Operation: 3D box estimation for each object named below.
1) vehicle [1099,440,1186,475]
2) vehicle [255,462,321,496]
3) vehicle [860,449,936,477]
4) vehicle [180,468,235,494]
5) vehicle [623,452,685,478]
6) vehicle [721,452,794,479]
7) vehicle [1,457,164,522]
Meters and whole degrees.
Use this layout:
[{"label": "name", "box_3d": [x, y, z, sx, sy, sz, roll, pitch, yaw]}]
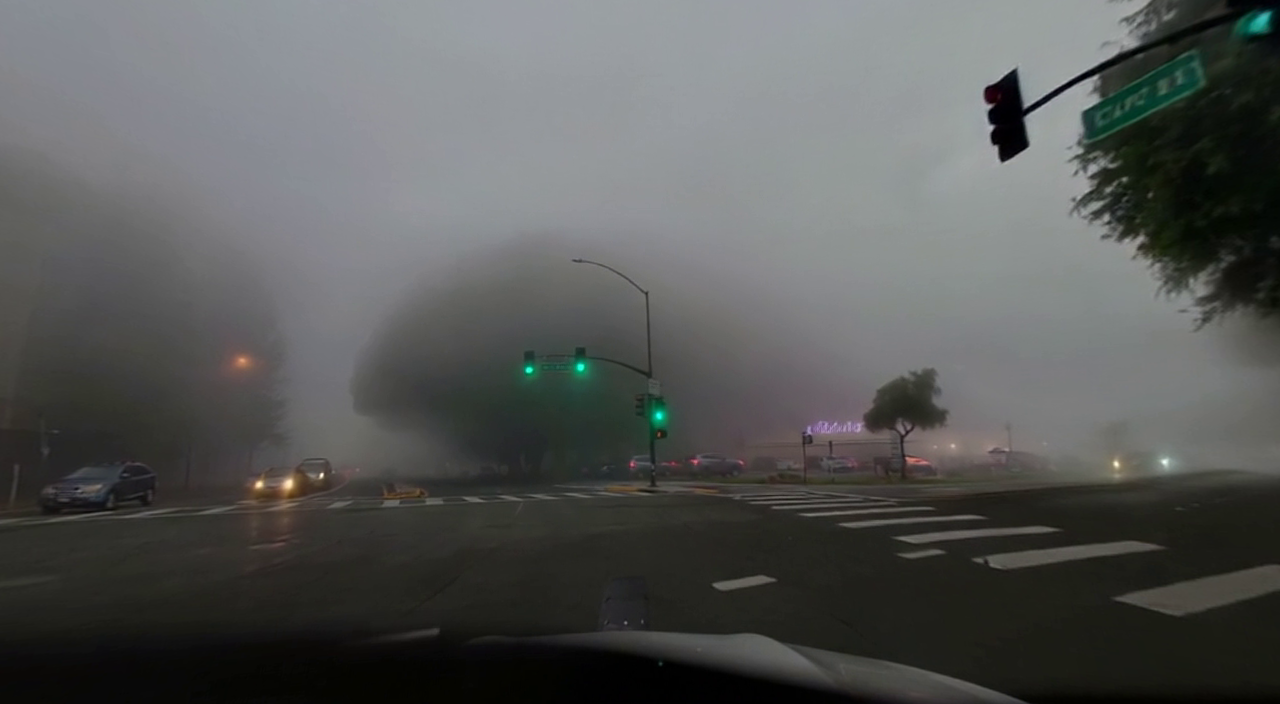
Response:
[{"label": "vehicle", "box_3d": [28.414, 5.910, 35.603, 4.781, 1.849, 2.355, 6, -10, -34]}, {"label": "vehicle", "box_3d": [-17.829, 6.414, 32.164, 1.961, 1.492, 4.702, 3, -9, -18]}, {"label": "vehicle", "box_3d": [17.125, 7.317, 41.825, 4.530, 1.696, 1.979, 4, -9, -24]}, {"label": "vehicle", "box_3d": [-29.421, 8.757, 42.997, 1.842, 1.474, 4.712, 3, -9, -19]}, {"label": "vehicle", "box_3d": [1.109, 8.589, 48.138, 4.669, 1.770, 1.896, 7, -11, -39]}, {"label": "vehicle", "box_3d": [7.904, 7.588, 42.457, 4.375, 1.685, 2.045, 3, -9, -22]}, {"label": "vehicle", "box_3d": [-18.419, 4.485, 21.207, 2.124, 1.793, 4.709, 2, -9, -15]}]
